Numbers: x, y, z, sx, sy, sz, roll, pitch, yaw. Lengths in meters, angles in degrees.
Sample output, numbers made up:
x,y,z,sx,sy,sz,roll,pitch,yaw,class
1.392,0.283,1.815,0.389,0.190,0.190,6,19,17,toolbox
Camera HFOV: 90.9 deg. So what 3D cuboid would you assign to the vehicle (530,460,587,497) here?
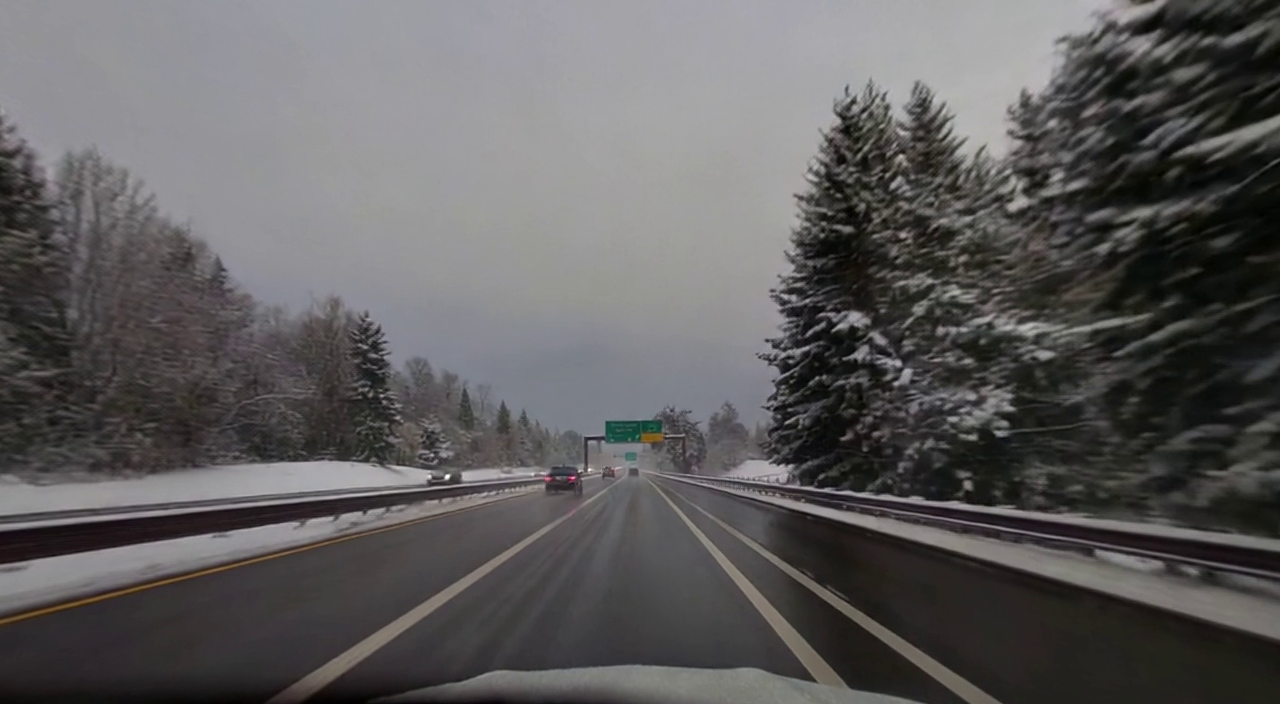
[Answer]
x,y,z,sx,sy,sz,roll,pitch,yaw,class
-4.043,6.436,32.169,2.239,1.687,4.598,1,-10,1,vehicle
